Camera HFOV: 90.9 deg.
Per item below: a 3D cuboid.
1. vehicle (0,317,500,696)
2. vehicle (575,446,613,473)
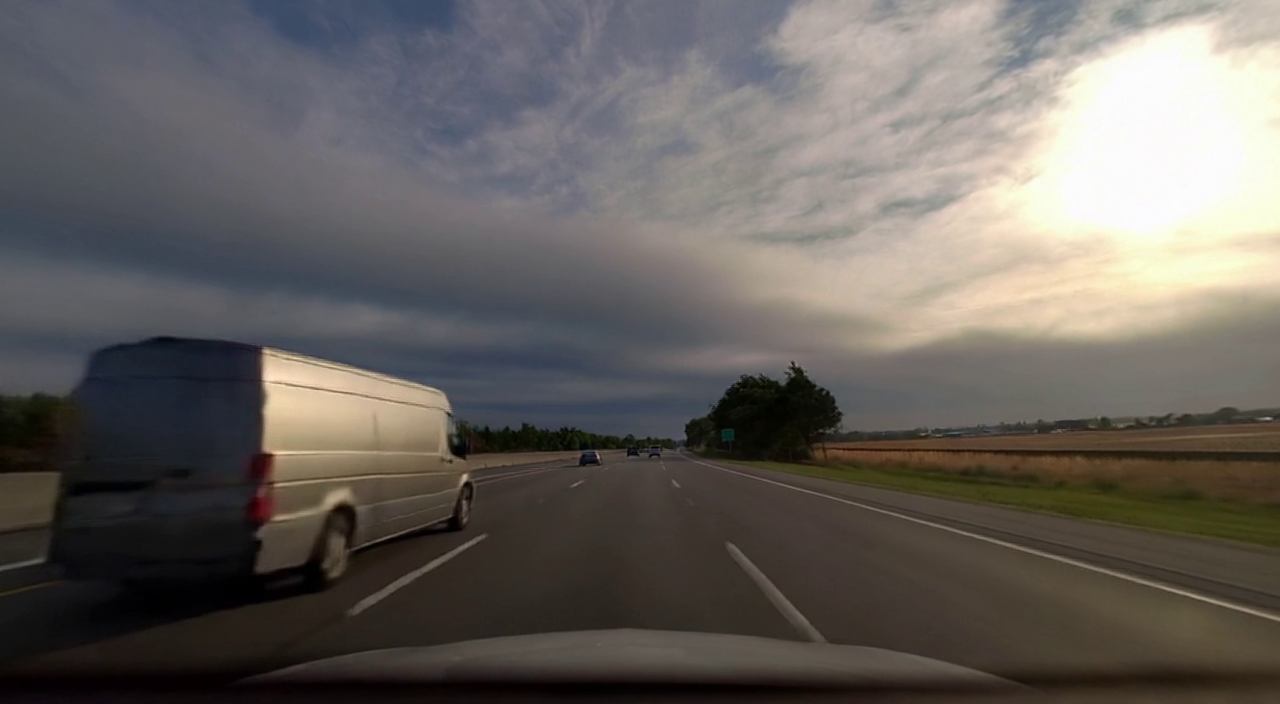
[{"bbox_3d":[-3.077,1.197,5.932,2.219,2.033,4.911,-1,-9,2],"label":"vehicle"},{"bbox_3d":[-2.812,6.694,39.359,1.959,1.571,4.313,-1,-9,1],"label":"vehicle"}]
